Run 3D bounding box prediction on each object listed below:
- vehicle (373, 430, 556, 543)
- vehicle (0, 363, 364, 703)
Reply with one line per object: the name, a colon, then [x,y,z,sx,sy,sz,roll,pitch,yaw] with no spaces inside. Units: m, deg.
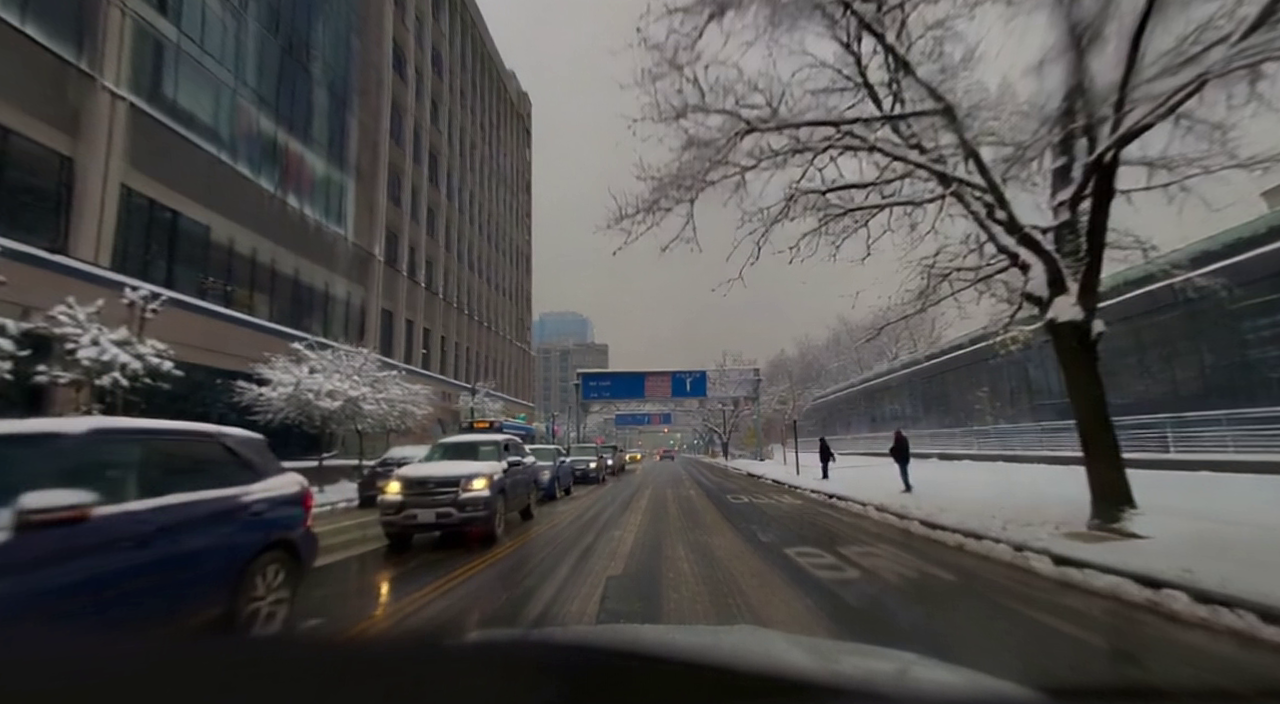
vehicle: [-3.215,2.571,12.769,2.225,1.848,4.472,0,-9,3]
vehicle: [-3.821,1.119,3.727,2.173,1.814,4.573,0,-9,2]
